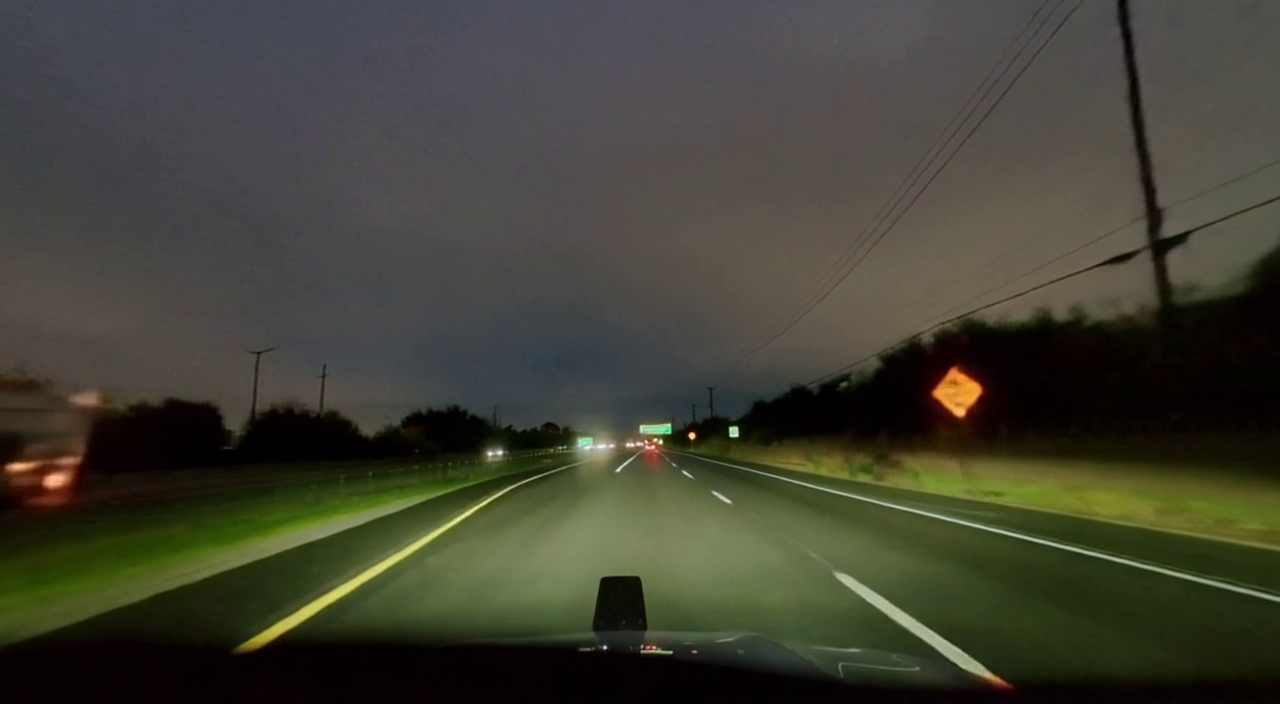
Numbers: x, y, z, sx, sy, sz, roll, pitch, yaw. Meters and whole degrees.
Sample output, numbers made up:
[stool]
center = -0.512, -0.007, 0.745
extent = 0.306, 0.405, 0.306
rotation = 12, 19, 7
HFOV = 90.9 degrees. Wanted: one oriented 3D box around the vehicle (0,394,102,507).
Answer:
[vehicle]
center = -20.974, 2.812, 17.941
extent = 2.949, 3.403, 9.367
rotation = 0, -8, 0
